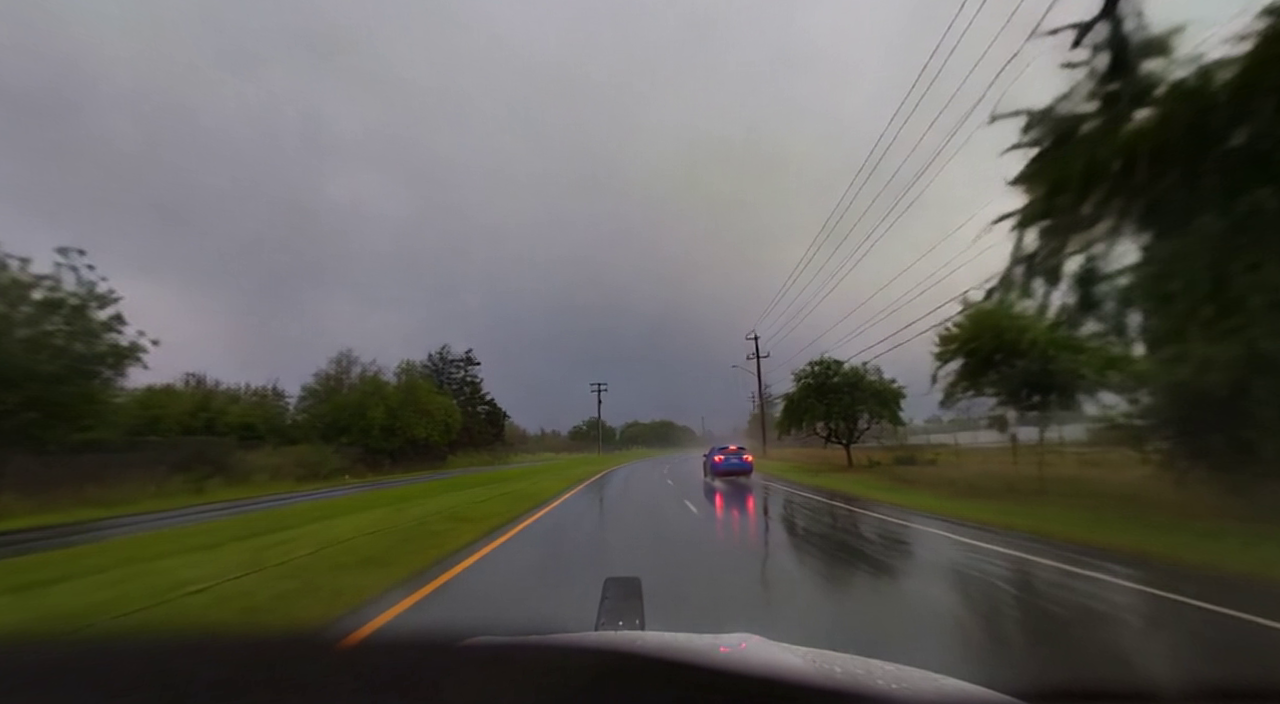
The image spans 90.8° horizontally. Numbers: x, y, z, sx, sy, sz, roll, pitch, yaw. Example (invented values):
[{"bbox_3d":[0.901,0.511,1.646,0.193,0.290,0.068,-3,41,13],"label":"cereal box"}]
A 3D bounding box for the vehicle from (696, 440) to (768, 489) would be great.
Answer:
[{"bbox_3d":[3.436,4.303,24.446,2.135,1.692,4.185,0,-9,0],"label":"vehicle"}]
